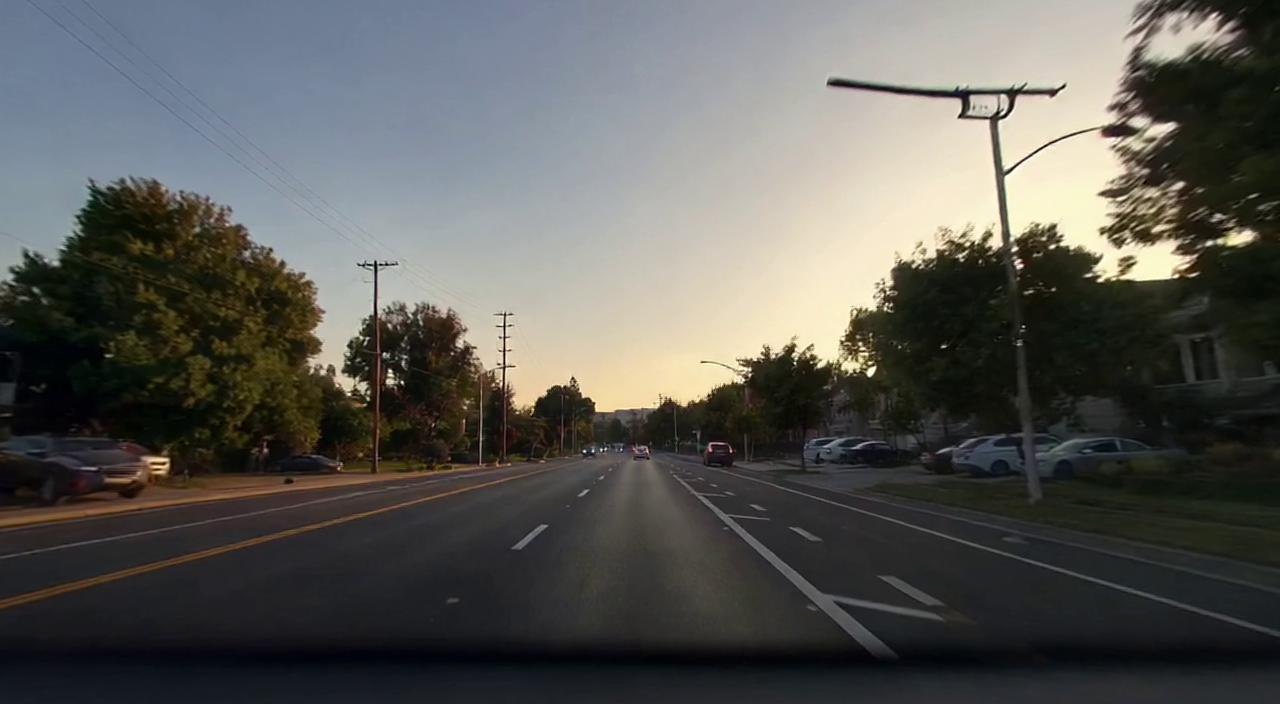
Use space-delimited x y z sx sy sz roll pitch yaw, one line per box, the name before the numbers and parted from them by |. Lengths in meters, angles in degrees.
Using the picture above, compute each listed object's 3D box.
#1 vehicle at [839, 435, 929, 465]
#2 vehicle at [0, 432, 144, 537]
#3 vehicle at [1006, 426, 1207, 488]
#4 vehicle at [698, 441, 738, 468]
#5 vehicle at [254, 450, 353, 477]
vehicle | 14.076 5.668 36.447 4.399 1.663 1.970 0 -8 1
vehicle | -12.828 2.600 12.537 2.125 1.914 4.759 -2 -7 -3
vehicle | 14.468 3.238 19.645 4.740 1.665 2.090 -1 -8 -6
vehicle | 5.537 7.353 45.216 2.114 1.799 4.960 0 -9 -2
vehicle | -19.160 6.345 35.880 4.500 1.482 1.916 0 -9 1
